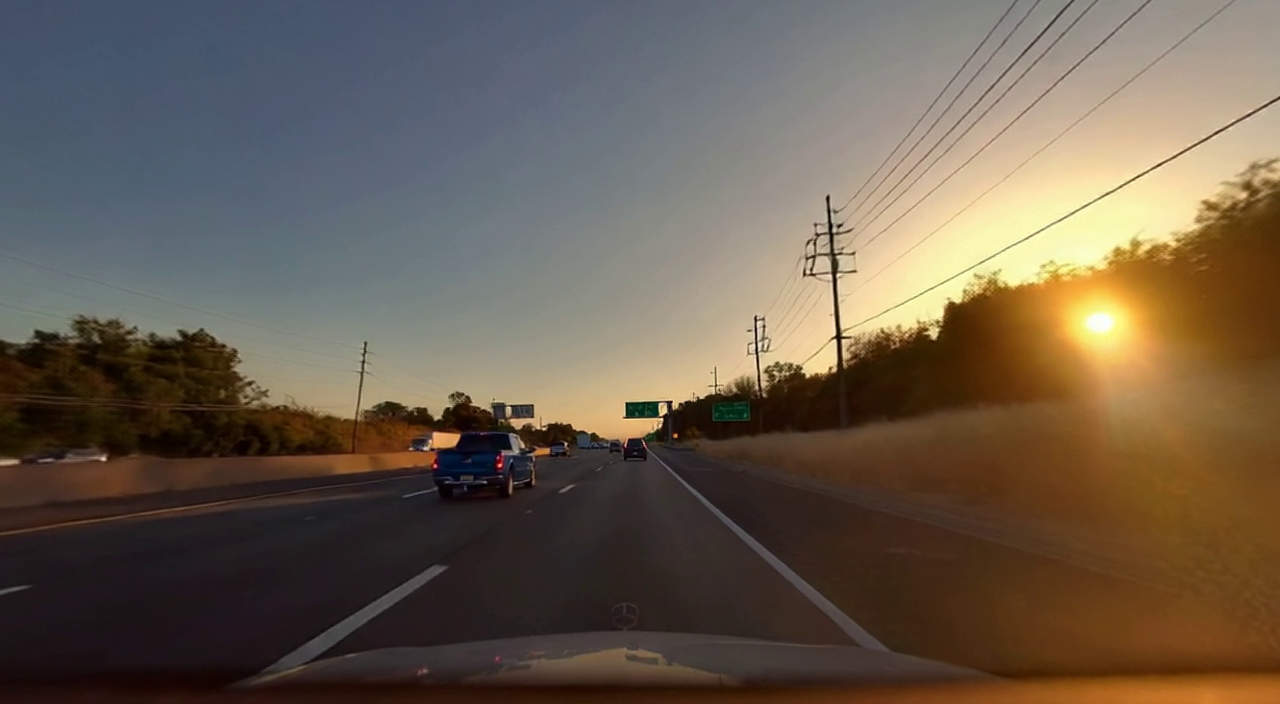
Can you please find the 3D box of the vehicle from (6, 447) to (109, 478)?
[{"bbox_3d":[-35.476,6.722,38.627,1.798,1.539,4.716,-4,-8,2],"label":"vehicle"}]

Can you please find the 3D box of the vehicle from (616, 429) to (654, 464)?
[{"bbox_3d":[-0.368,6.247,41.813,2.358,2.144,4.713,0,-8,-1],"label":"vehicle"}]

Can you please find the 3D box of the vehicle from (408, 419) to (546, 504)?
[{"bbox_3d":[-3.934,2.765,16.404,2.204,1.812,5.289,0,-8,0],"label":"vehicle"}]
